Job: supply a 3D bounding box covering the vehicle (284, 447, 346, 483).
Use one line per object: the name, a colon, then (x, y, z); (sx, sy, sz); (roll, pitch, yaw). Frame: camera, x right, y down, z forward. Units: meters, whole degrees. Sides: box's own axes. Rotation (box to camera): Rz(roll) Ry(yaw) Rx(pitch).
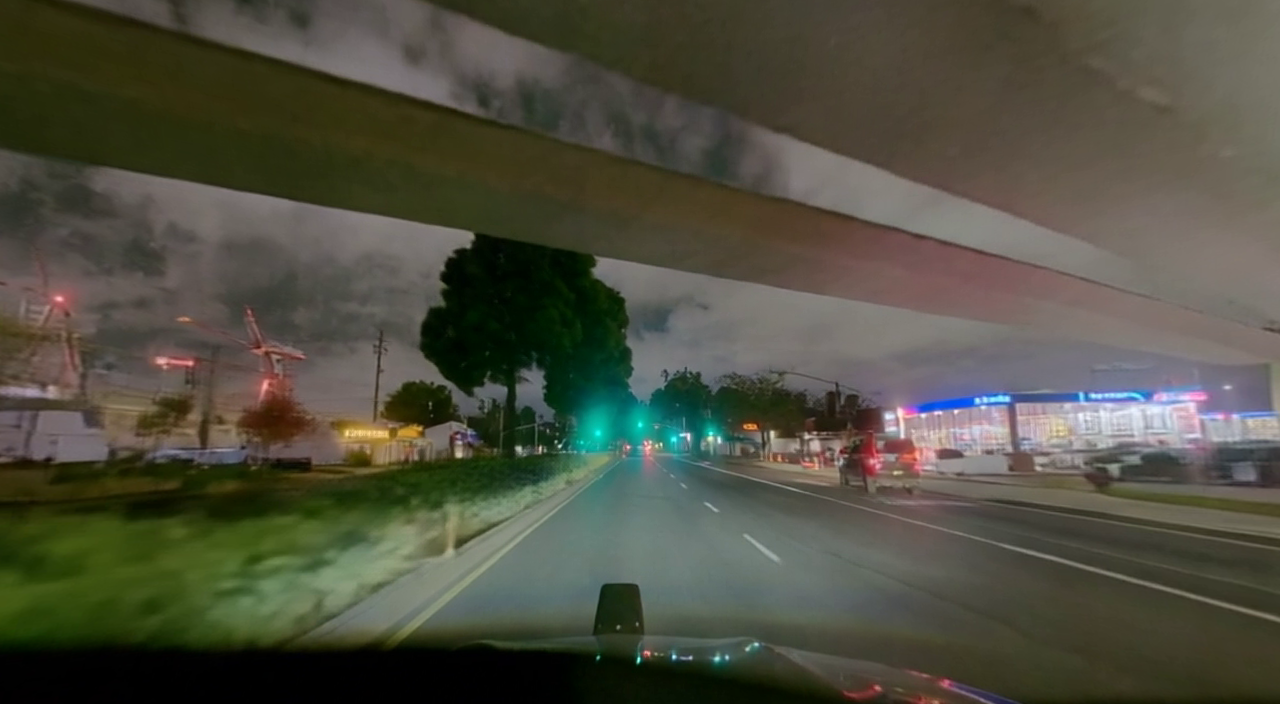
vehicle: (-17.556, 5.995, 34.036); (2.613, 1.746, 6.093); (4, -10, -28)
